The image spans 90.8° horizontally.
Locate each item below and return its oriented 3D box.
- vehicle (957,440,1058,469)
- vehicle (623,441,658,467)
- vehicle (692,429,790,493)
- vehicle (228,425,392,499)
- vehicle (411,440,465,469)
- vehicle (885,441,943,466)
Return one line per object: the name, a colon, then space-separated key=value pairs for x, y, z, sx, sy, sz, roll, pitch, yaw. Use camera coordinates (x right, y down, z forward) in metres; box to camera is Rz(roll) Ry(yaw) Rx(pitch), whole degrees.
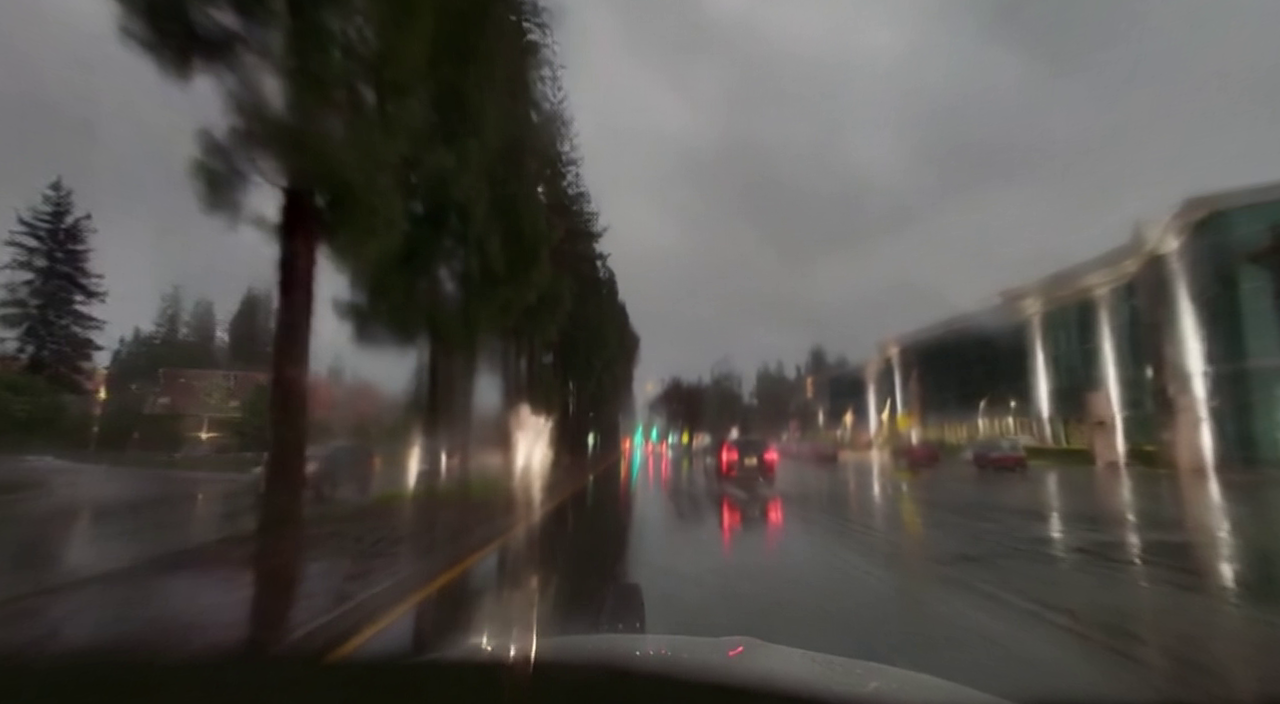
vehicle: x=20.584 y=5.756 z=35.484 sx=4.475 sy=1.592 sz=1.841 roll=0 pitch=-9 yaw=-1
vehicle: x=-0.007 y=6.527 z=40.557 sx=2.145 sy=1.572 sz=4.021 roll=0 pitch=-9 yaw=-1
vehicle: x=3.079 y=3.480 z=20.475 sx=2.235 sy=1.806 sz=4.818 roll=1 pitch=-9 yaw=-2
vehicle: x=-9.373 y=3.187 z=18.574 sx=2.165 sy=1.863 sz=4.880 roll=0 pitch=-9 yaw=0
vehicle: x=-12.787 y=6.522 z=40.311 sx=1.937 sy=1.737 sz=4.398 roll=0 pitch=-9 yaw=1
vehicle: x=19.180 y=7.114 z=44.419 sx=1.936 sy=1.659 sz=4.365 roll=1 pitch=-9 yaw=-3
